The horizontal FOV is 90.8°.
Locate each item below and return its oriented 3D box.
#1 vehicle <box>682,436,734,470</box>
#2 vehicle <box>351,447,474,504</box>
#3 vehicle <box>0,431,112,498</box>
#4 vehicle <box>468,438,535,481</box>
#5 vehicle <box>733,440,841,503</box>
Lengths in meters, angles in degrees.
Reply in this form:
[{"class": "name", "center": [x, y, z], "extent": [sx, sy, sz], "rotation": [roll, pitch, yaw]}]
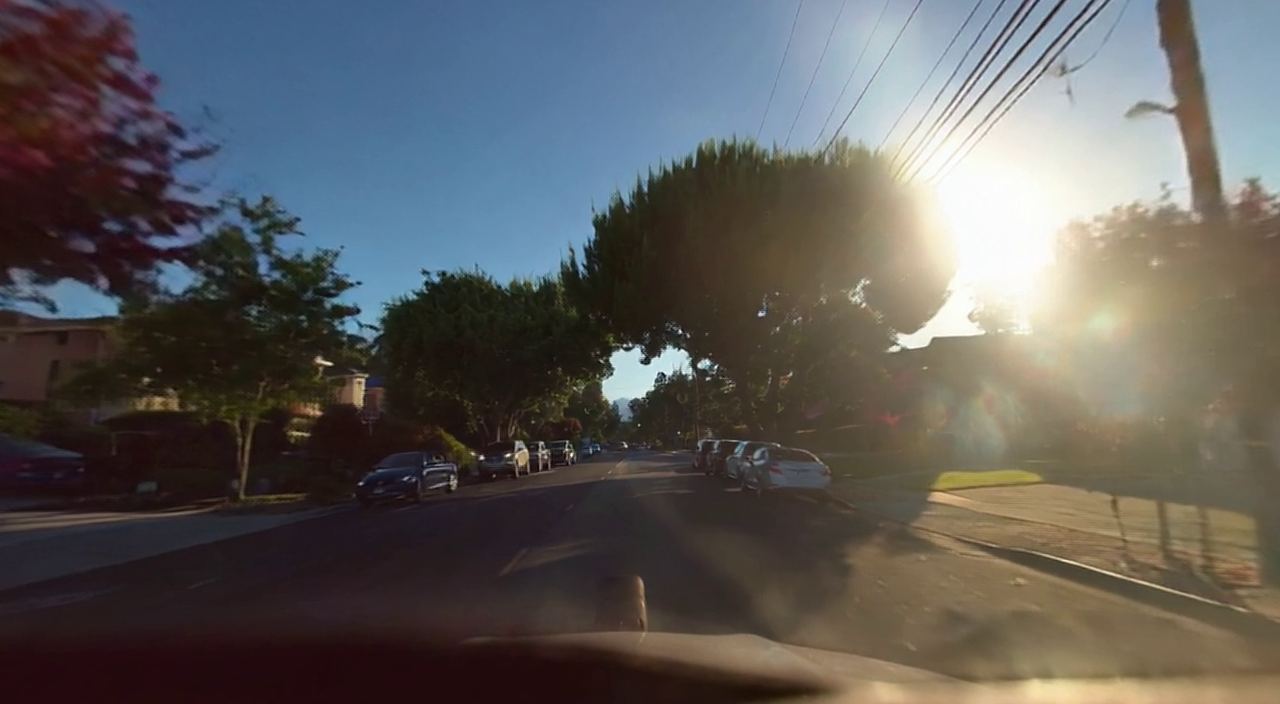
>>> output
[{"class": "vehicle", "center": [3.658, 5.587, 35.113], "extent": [2.178, 1.757, 5.495], "rotation": [0, -9, -1]}, {"class": "vehicle", "center": [-6.454, 3.520, 18.553], "extent": [2.031, 1.454, 4.410], "rotation": [0, -9, -1]}, {"class": "vehicle", "center": [-17.816, 3.138, 17.802], "extent": [1.925, 1.750, 4.489], "rotation": [0, -9, 0]}, {"class": "vehicle", "center": [-6.315, 4.942, 29.302], "extent": [2.031, 1.799, 4.587], "rotation": [0, -9, 0]}, {"class": "vehicle", "center": [3.666, 3.060, 16.614], "extent": [1.763, 1.432, 4.323], "rotation": [0, -9, -1]}]
